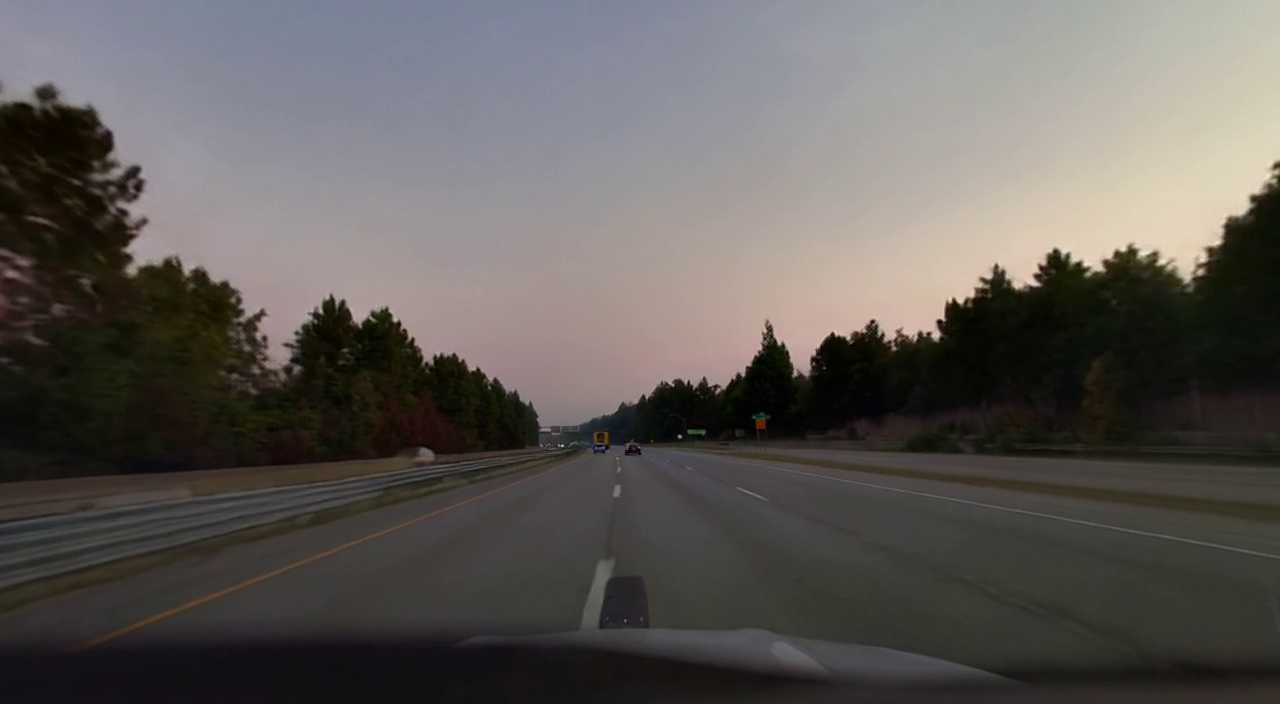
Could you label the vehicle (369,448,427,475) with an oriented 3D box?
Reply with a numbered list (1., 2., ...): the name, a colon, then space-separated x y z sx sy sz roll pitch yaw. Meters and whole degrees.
1. vehicle: -14.893 6.735 39.007 1.877 1.525 4.464 0 -8 -1
